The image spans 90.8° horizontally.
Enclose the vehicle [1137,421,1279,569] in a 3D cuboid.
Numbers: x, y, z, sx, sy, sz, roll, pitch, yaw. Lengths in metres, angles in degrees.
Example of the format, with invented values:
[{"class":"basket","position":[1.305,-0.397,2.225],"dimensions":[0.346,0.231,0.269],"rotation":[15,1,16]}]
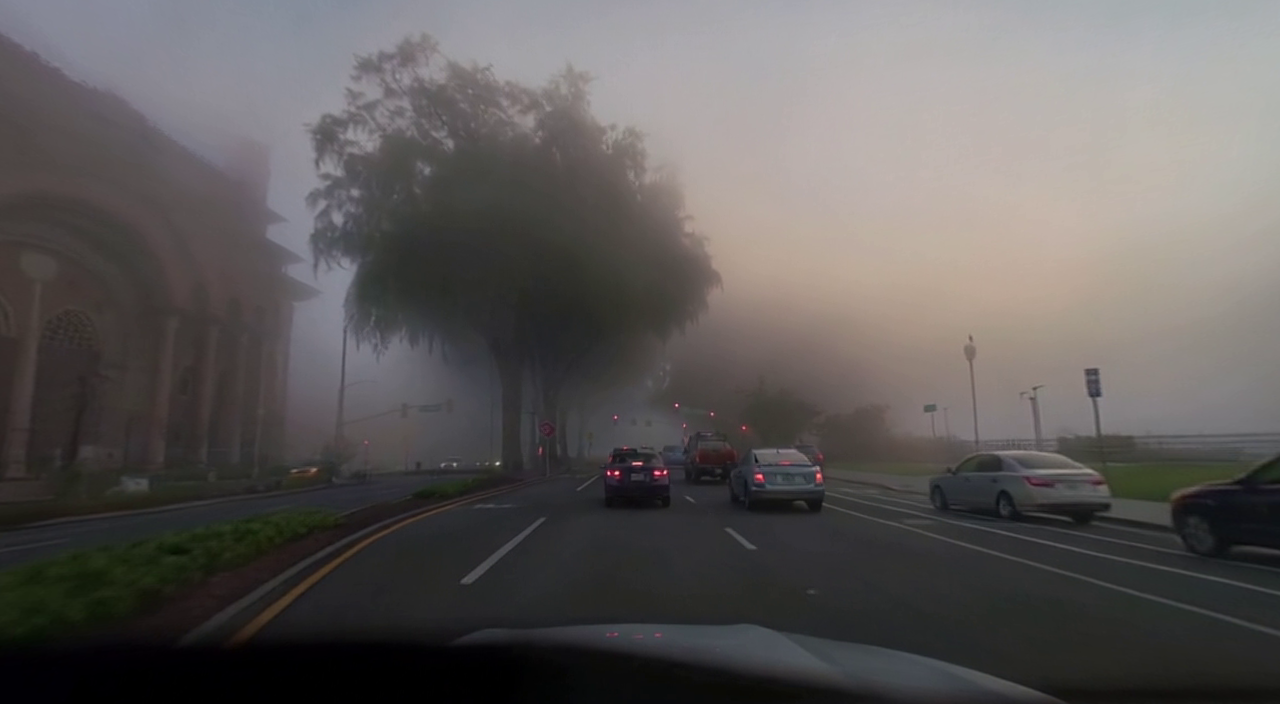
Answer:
[{"class":"vehicle","position":[8.531,1.635,7.092],"dimensions":[1.994,1.715,4.777],"rotation":[0,-9,0]}]

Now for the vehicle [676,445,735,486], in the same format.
[{"class":"vehicle","position":[3.235,5.829,33.021],"dimensions":[2.127,1.854,7.971],"rotation":[0,-9,-1]}]

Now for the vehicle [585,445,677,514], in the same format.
[{"class":"vehicle","position":[-0.227,3.124,15.930],"dimensions":[2.050,1.521,3.747],"rotation":[0,-9,-1]}]

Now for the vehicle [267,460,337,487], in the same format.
[{"class":"vehicle","position":[-21.001,7.539,39.456],"dimensions":[1.935,1.479,4.453],"rotation":[0,-9,-1]}]

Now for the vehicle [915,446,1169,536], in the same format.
[{"class":"vehicle","position":[8.166,2.813,13.606],"dimensions":[1.970,1.559,4.911],"rotation":[1,-9,-5]}]

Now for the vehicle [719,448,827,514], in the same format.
[{"class":"vehicle","position":[3.308,3.282,16.609],"dimensions":[1.833,1.465,4.258],"rotation":[0,-9,-1]}]
